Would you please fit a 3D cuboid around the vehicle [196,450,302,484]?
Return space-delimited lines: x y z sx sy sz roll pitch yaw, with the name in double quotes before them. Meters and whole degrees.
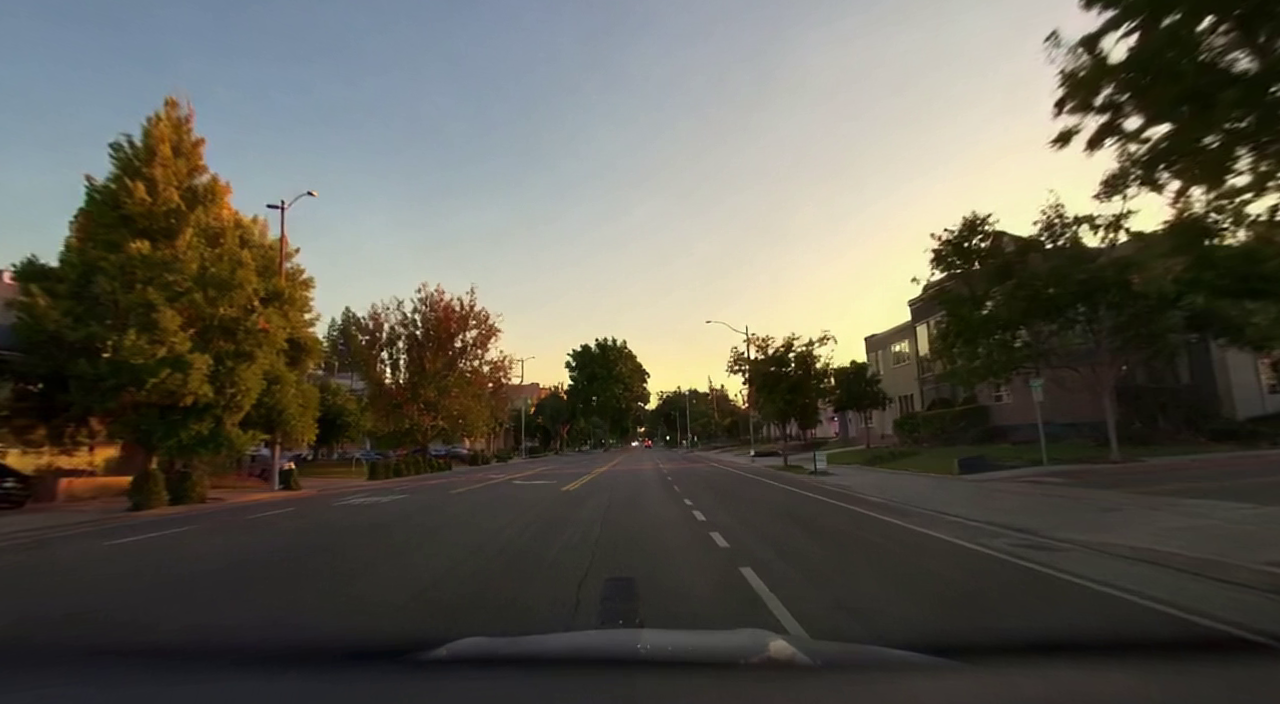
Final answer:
"vehicle" -21.461 6.305 34.781 4.530 1.759 1.943 0 -8 1
